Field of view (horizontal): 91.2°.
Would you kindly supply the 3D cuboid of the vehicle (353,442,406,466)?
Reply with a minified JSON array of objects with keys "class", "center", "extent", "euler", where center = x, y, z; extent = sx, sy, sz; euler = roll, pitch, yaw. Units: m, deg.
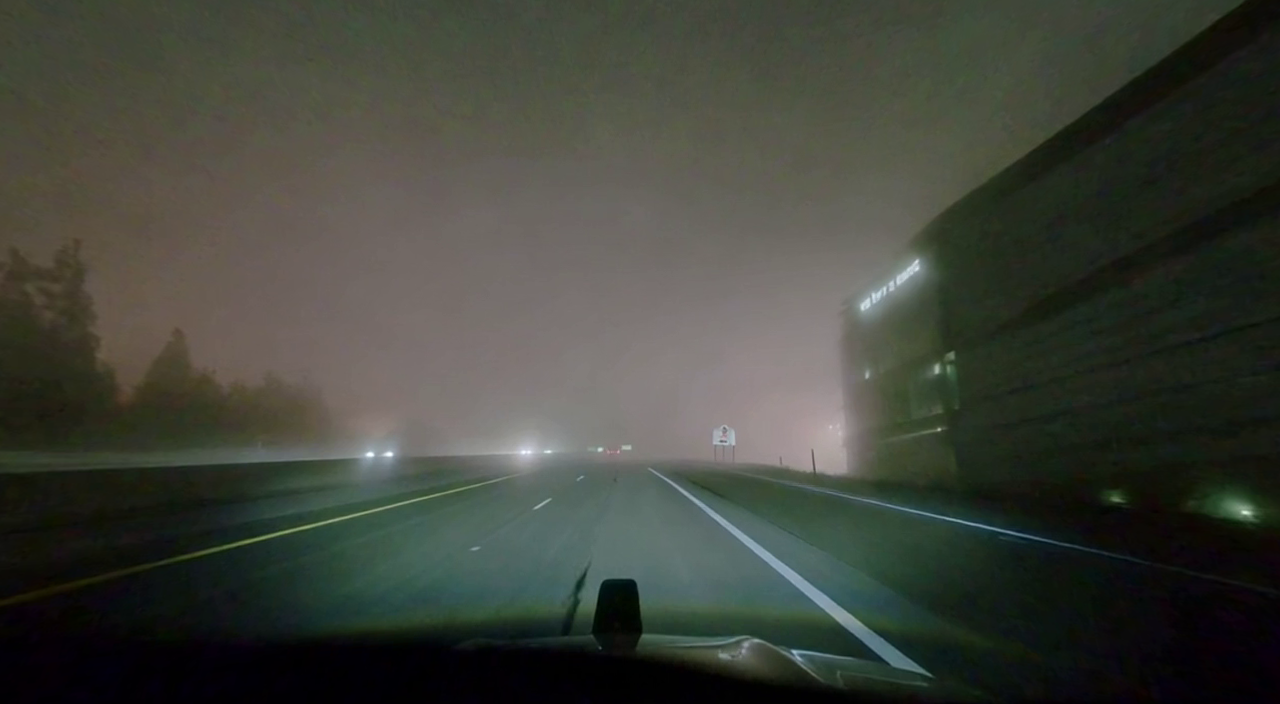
[{"class":"vehicle","center":[-18.000,7.060,43.487],"extent":[1.898,1.557,4.267],"euler":[0,-9,0]}]
